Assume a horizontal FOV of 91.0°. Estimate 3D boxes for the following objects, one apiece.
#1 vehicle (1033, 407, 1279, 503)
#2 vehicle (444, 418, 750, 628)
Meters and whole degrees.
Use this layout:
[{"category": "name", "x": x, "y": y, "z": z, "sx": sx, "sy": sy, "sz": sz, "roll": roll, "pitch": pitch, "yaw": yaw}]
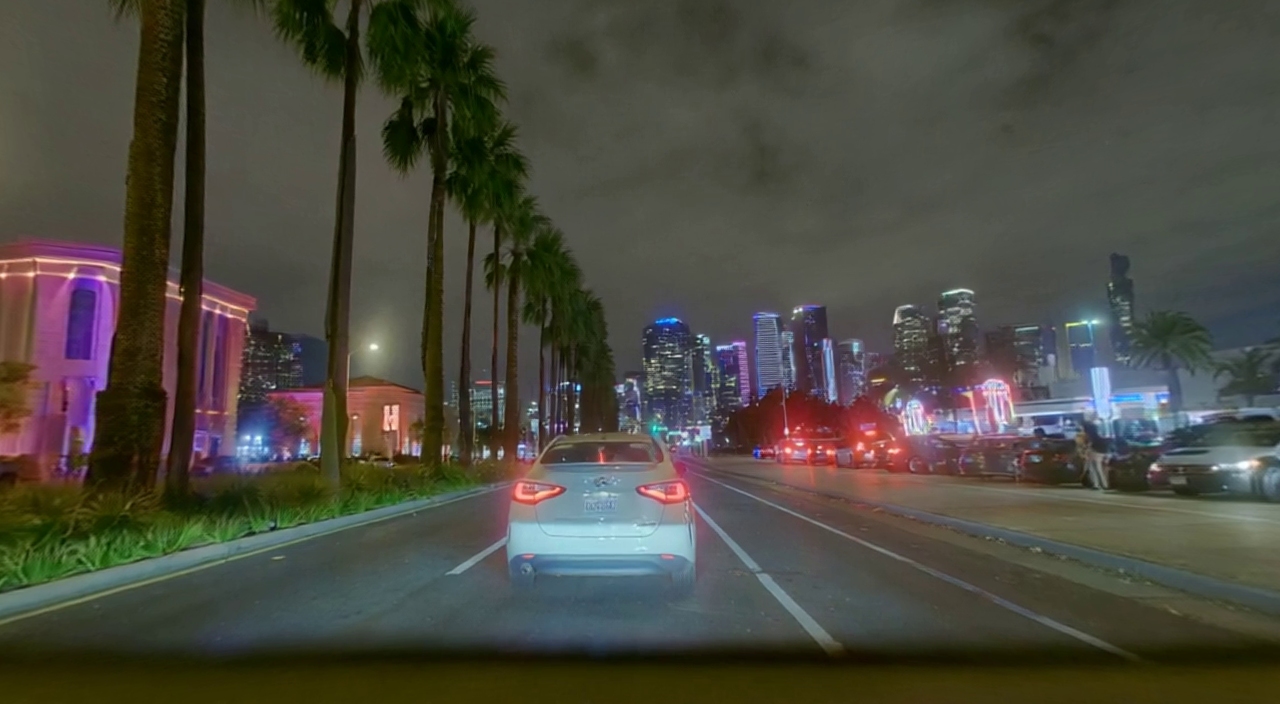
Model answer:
[{"category": "vehicle", "x": 12.907, "y": 2.405, "z": 14.986, "sx": 5.301, "sy": 1.962, "sz": 2.431, "roll": -3, "pitch": -8, "yaw": 4}, {"category": "vehicle", "x": -0.300, "y": 1.546, "z": 6.632, "sx": 2.235, "sy": 1.528, "sz": 3.876, "roll": 0, "pitch": -8, "yaw": 1}]
